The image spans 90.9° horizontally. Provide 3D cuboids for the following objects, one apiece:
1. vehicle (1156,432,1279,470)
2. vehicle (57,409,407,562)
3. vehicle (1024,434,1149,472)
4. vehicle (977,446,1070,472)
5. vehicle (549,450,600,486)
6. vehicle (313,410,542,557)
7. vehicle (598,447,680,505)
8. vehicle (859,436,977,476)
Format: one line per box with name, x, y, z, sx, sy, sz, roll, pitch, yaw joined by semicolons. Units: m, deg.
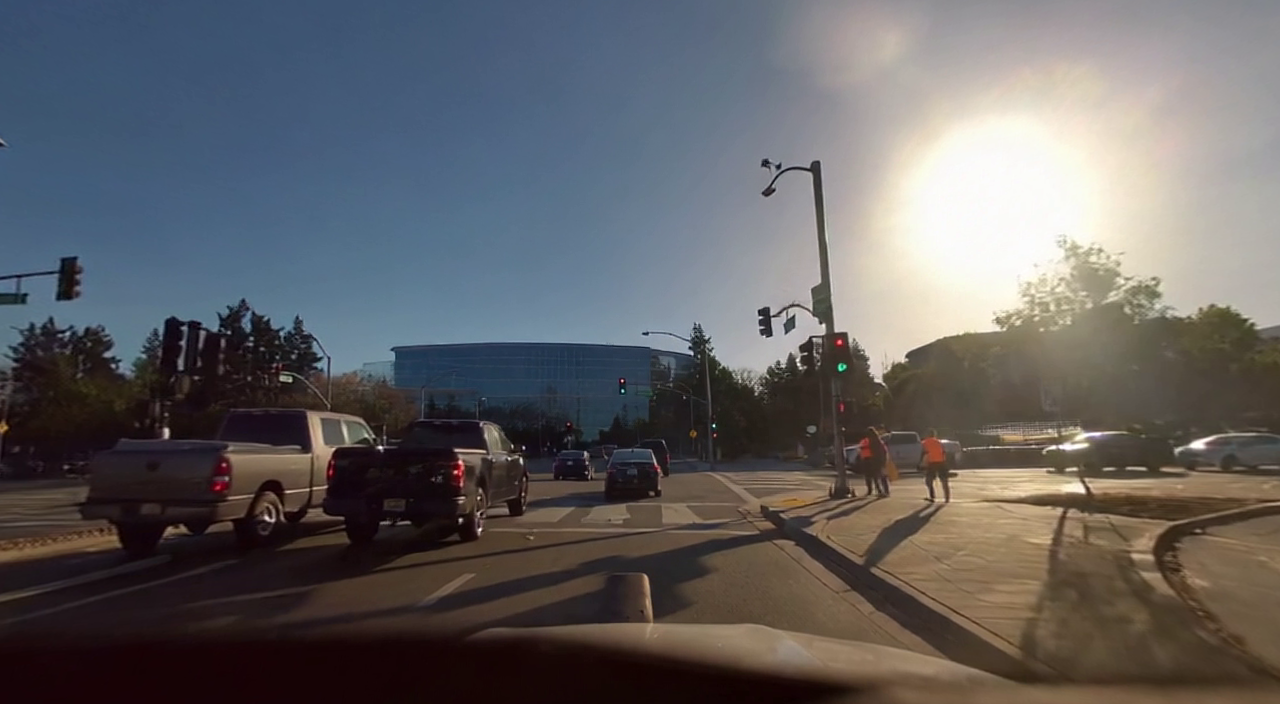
vehicle;29.210;4.927;31.440;4.967;1.794;2.044;0;-9;3
vehicle;-6.564;2.232;11.468;2.544;2.018;5.893;0;-9;-2
vehicle;22.208;5.027;31.483;4.529;1.786;2.110;0;-9;2
vehicle;21.408;5.971;35.279;3.983;1.443;1.831;0;-9;1
vehicle;-3.234;5.846;32.152;2.003;1.655;4.878;0;-9;1
vehicle;-3.250;2.138;11.044;2.202;1.961;4.980;0;-9;1
vehicle;0.025;3.585;18.723;2.144;1.497;4.446;0;-9;1
vehicle;12.454;4.704;28.488;4.394;1.724;1.886;0;-9;1
